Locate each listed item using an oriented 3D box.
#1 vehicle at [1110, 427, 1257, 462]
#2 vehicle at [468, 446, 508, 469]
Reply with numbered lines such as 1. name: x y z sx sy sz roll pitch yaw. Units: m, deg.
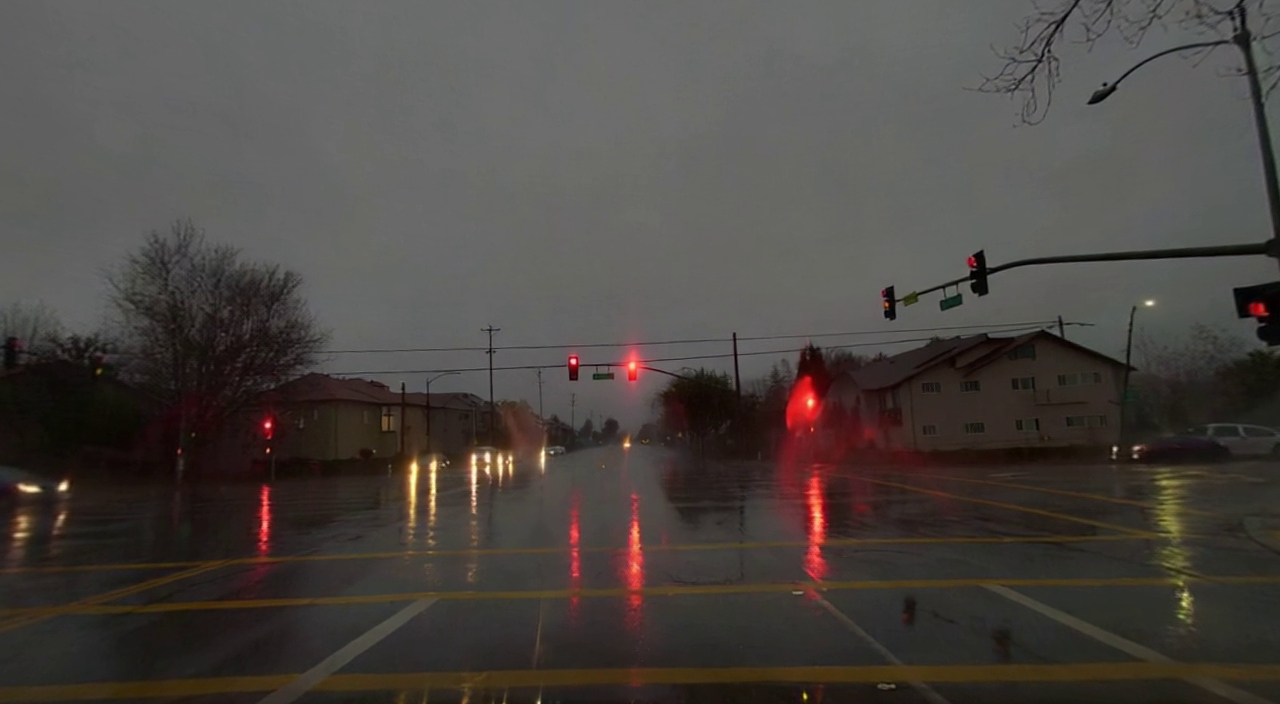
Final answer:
1. vehicle: 25.471 4.367 29.788 4.873 1.539 1.932 -2 -9 8
2. vehicle: -10.720 7.457 44.749 1.881 1.509 3.377 0 -9 1
